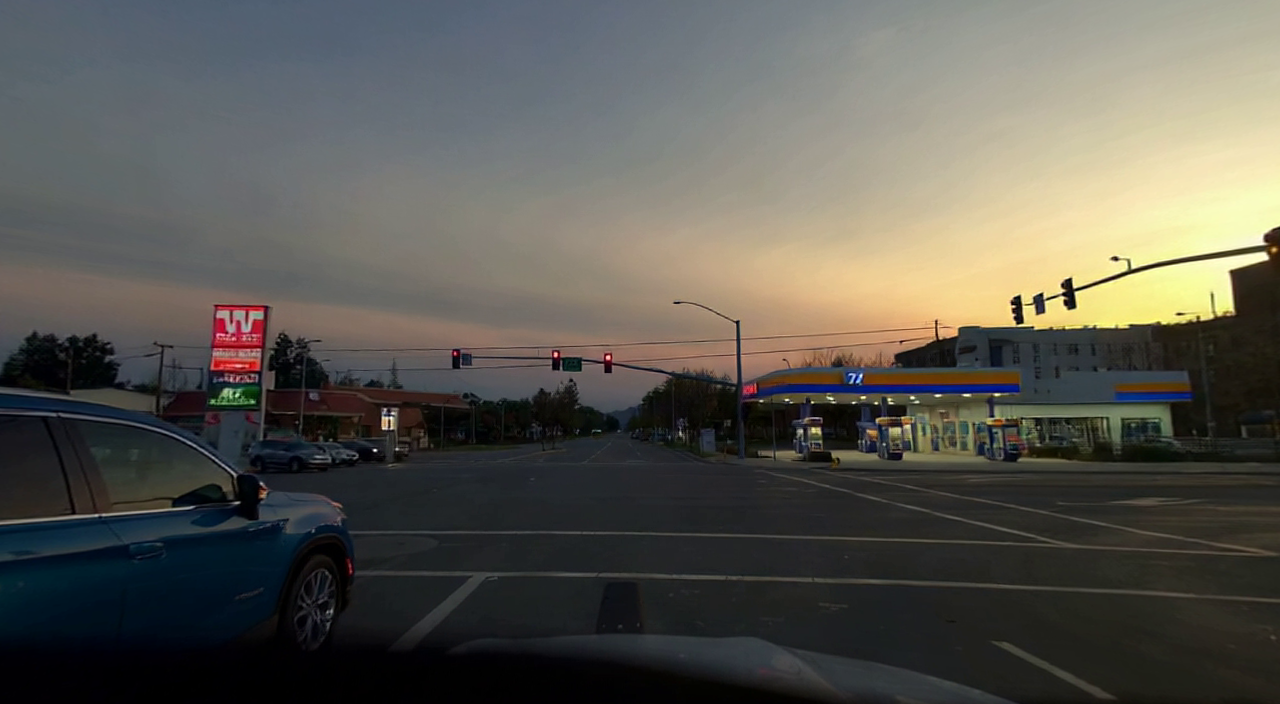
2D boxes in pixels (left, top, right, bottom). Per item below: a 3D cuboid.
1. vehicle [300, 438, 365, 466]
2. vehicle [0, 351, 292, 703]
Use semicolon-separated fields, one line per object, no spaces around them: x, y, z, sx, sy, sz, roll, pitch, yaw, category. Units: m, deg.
-20.488;6.686;42.157;2.004;1.699;4.486;0;-9;1;vehicle
-3.431;0.802;2.047;2.053;1.690;4.364;0;-9;0;vehicle
